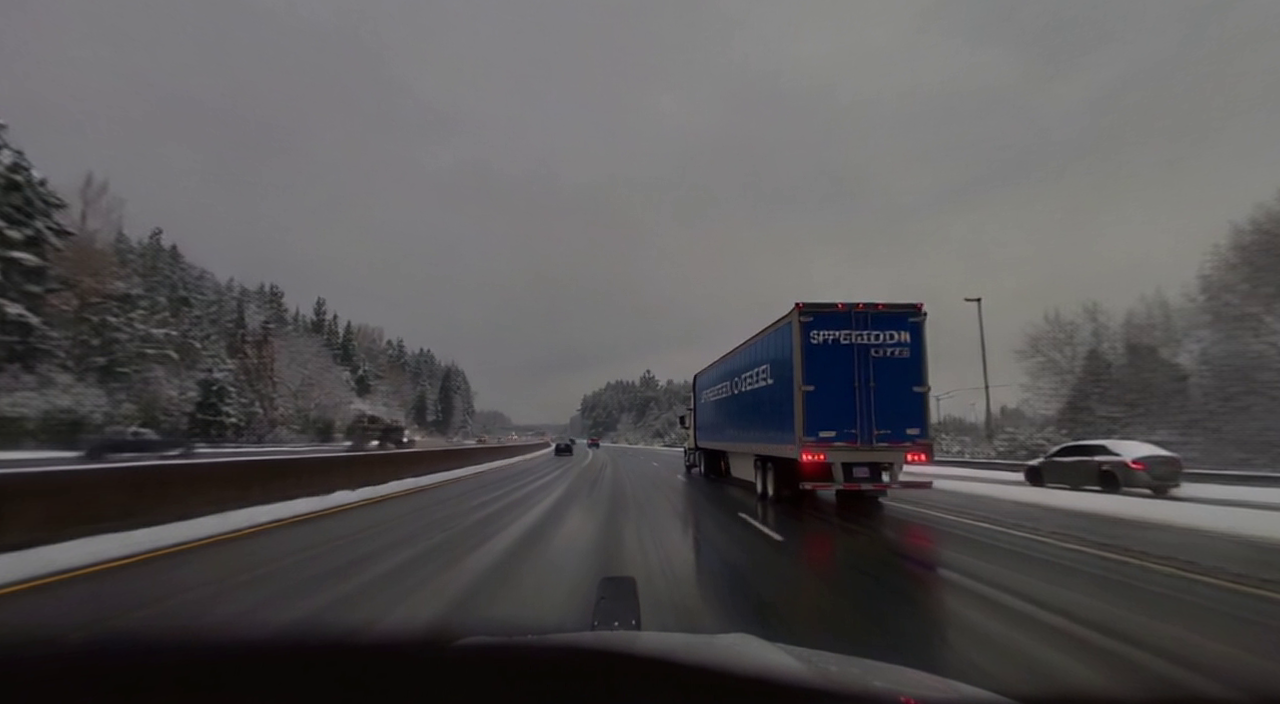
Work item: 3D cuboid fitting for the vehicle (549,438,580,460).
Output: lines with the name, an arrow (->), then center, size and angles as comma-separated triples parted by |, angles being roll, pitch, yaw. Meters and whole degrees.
vehicle -> -5.578, 7.224, 47.036 | 2.030, 1.547, 3.862 | 1, -8, -3

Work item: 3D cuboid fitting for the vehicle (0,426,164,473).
vehicle -> -19.344, 3.374, 22.035 | 1.824, 1.479, 4.672 | 0, -8, -2

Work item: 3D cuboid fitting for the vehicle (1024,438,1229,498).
vehicle -> 15.320, 3.627, 20.257 | 1.975, 1.655, 4.814 | 3, -8, -18

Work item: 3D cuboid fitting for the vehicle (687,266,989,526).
vehicle -> 3.584, 1.620, 16.917 | 2.910, 4.051, 14.278 | 0, -8, -2

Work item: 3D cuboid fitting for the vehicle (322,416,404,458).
vehicle -> -16.229, 5.032, 37.342 | 2.371, 2.268, 5.885 | 0, -8, -3
